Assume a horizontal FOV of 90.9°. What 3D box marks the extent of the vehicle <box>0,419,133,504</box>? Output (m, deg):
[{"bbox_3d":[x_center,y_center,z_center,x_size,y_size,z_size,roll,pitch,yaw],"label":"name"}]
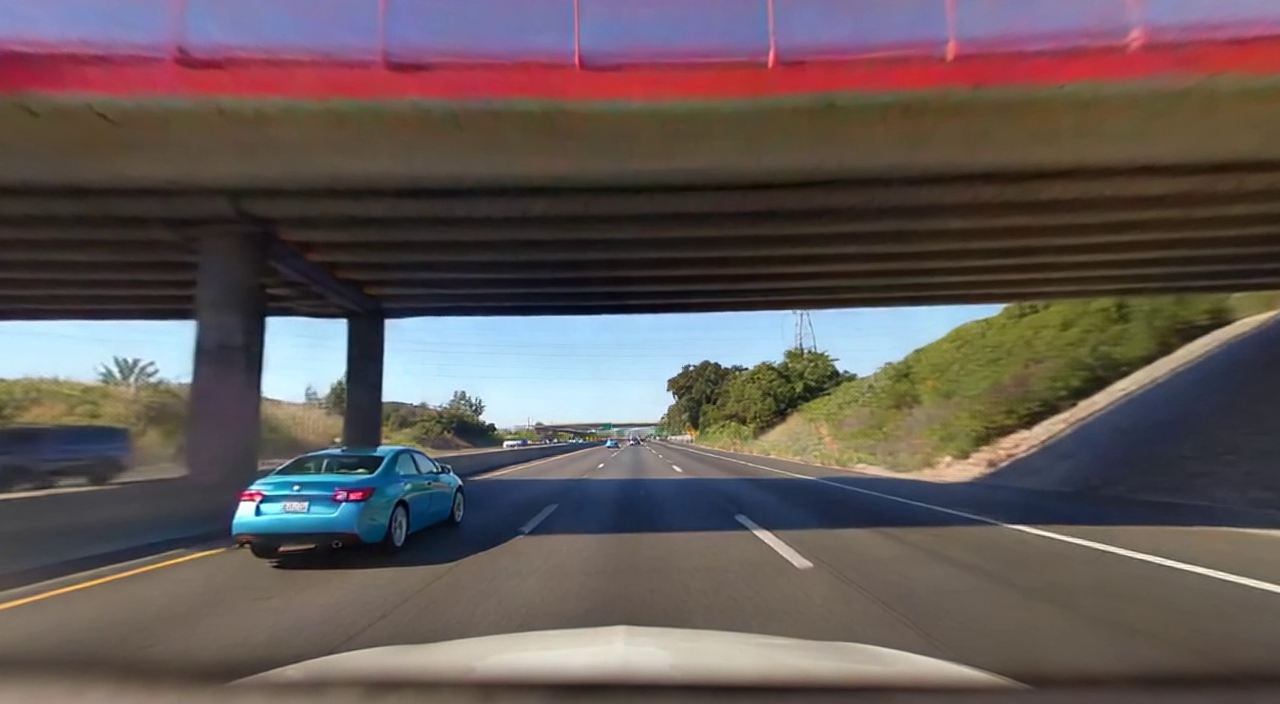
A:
[{"bbox_3d":[-15.675,2.688,15.740,2.067,1.946,4.734,0,-8,0],"label":"vehicle"}]
